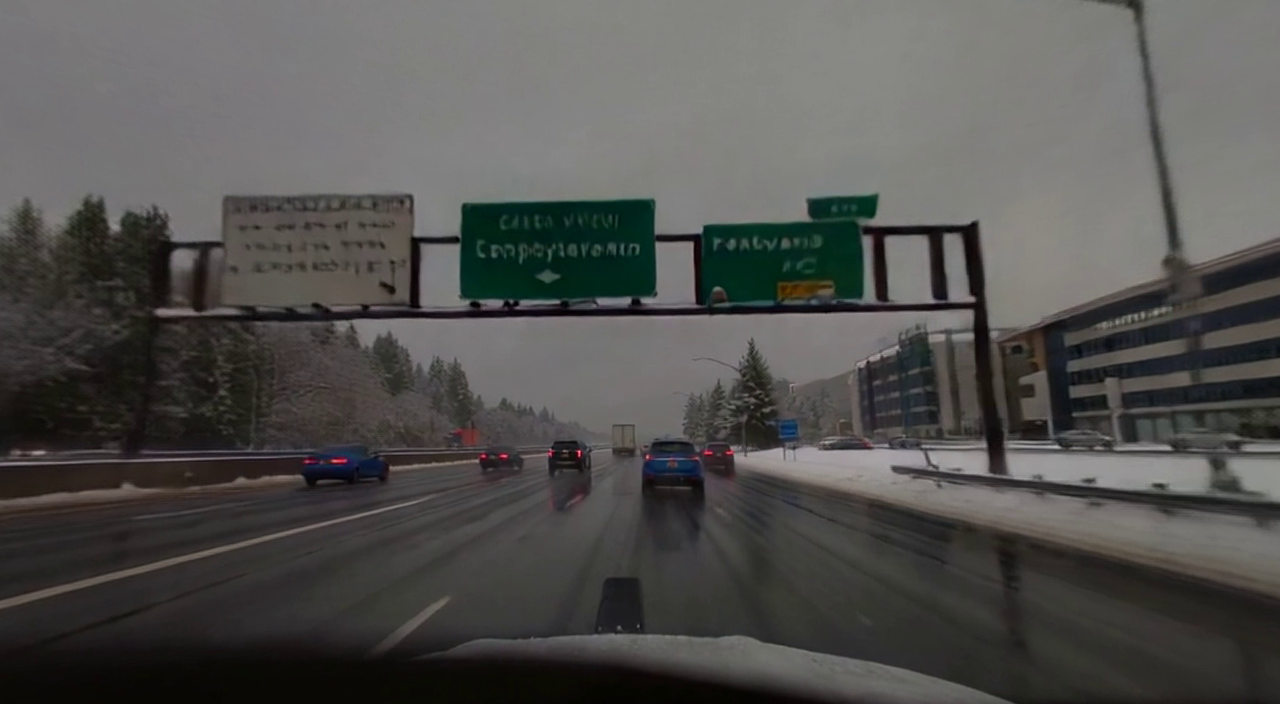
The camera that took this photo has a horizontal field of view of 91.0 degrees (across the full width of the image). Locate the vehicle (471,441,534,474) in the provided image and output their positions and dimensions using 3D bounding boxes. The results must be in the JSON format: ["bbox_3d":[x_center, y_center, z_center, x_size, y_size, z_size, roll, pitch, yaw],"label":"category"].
[{"bbox_3d":[-6.885,5.337,32.087,2.057,1.496,4.661,0,-9,1],"label":"vehicle"}]

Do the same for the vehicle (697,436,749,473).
[{"bbox_3d":[4.337,5.440,33.579,2.193,1.778,4.488,0,-9,0],"label":"vehicle"}]

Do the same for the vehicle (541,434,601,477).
[{"bbox_3d":[-2.995,4.621,28.294,2.111,1.742,4.315,0,-9,2],"label":"vehicle"}]

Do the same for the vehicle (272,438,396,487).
[{"bbox_3d":[-10.713,3.886,22.490,2.006,1.509,4.634,0,-9,1],"label":"vehicle"}]

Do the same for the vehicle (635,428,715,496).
[{"bbox_3d":[0.990,3.233,18.787,2.101,1.742,4.495,0,-9,2],"label":"vehicle"}]
